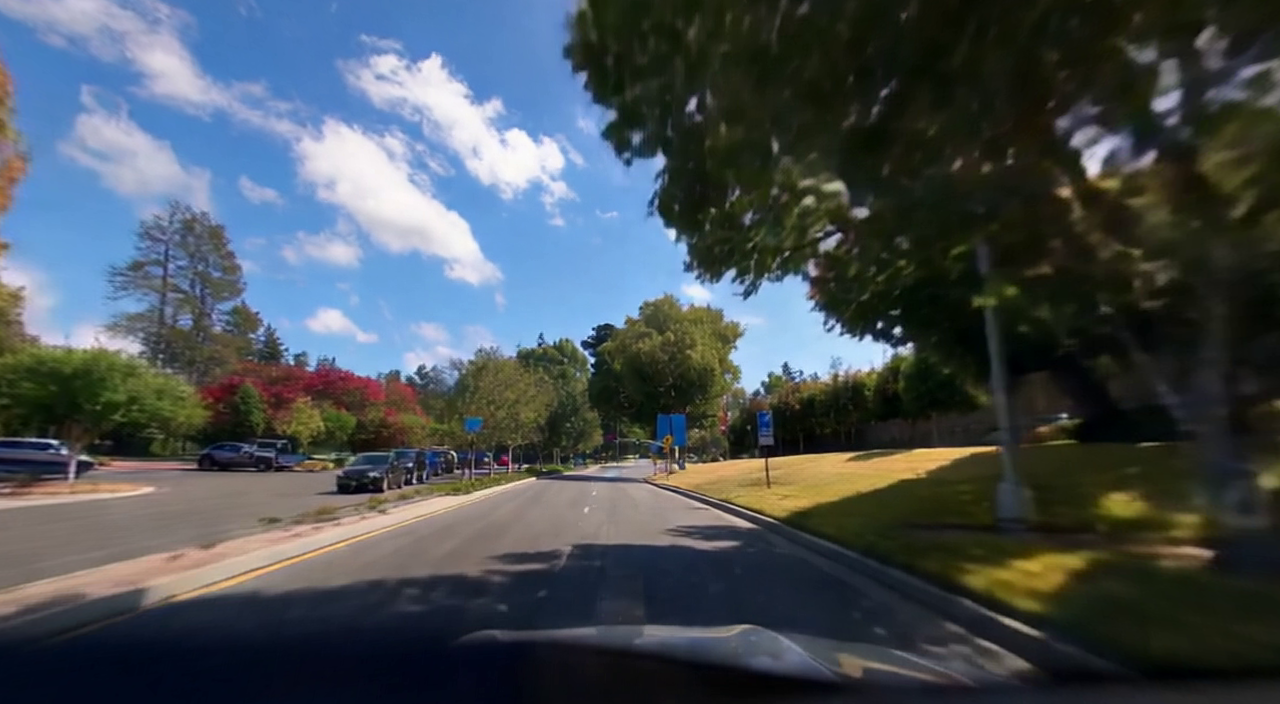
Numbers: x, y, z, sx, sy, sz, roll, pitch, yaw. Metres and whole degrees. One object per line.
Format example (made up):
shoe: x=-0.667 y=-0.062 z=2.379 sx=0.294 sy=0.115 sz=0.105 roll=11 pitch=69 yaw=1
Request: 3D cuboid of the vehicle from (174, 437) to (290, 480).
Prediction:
vehicle: x=-30.897 y=8.048 z=47.684 sx=7.249 sy=3.082 sz=2.621 roll=-2 pitch=-10 yaw=10

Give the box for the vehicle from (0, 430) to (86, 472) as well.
vehicle: x=-45.572 y=7.378 z=47.203 sx=6.459 sy=2.858 sz=2.475 roll=-1 pitch=-5 yaw=13

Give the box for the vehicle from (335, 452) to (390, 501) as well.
vehicle: x=-11.329 y=5.042 z=25.765 sx=1.861 sy=1.736 sz=4.241 roll=1 pitch=-10 yaw=-23
